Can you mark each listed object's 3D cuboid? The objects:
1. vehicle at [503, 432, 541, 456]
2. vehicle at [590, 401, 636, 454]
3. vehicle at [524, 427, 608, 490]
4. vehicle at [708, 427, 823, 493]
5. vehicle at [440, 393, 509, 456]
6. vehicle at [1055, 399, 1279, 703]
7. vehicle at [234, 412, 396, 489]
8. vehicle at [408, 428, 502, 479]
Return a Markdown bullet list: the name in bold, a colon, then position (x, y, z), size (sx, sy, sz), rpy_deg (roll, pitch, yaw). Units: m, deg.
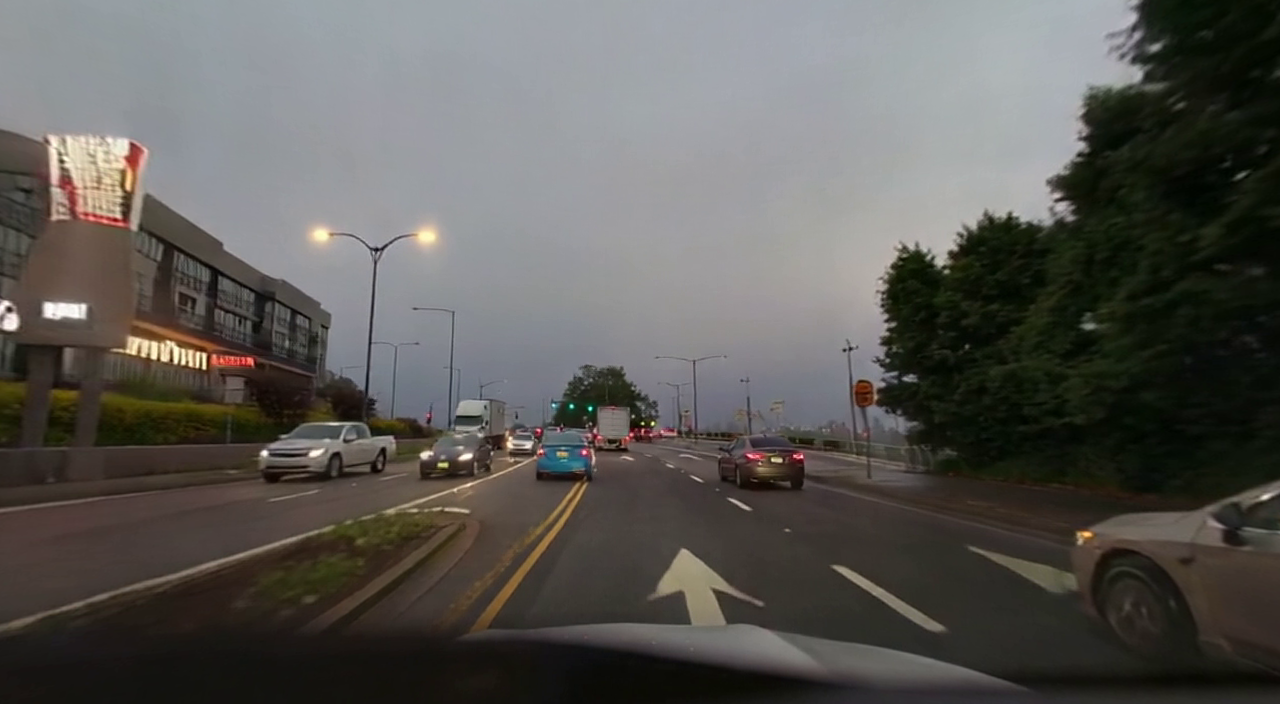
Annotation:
- **vehicle**: position (-7.695, 5.990, 41.287), size (1.964, 1.428, 4.481), rpy_deg (1, -7, -5)
- **vehicle**: position (-2.080, 5.469, 45.430), size (2.917, 3.482, 6.946), rpy_deg (1, -7, -6)
- **vehicle**: position (-1.945, 2.780, 16.842), size (1.991, 1.472, 3.518), rpy_deg (1, -7, -6)
- **vehicle**: position (3.079, 2.708, 16.326), size (1.889, 1.480, 3.876), rpy_deg (1, -7, -5)
- **vehicle**: position (-11.163, 5.098, 43.647), size (2.986, 3.821, 10.059), rpy_deg (1, -7, -6)
- **vehicle**: position (3.183, 0.707, 0.748), size (2.081, 1.434, 4.833), rpy_deg (0, -7, 0)
- **vehicle**: position (-9.387, 2.882, 18.890), size (2.165, 1.966, 5.251), rpy_deg (0, -7, -1)
- **vehicle**: position (-6.125, 3.386, 21.416), size (2.026, 1.520, 4.475), rpy_deg (0, -7, -3)
